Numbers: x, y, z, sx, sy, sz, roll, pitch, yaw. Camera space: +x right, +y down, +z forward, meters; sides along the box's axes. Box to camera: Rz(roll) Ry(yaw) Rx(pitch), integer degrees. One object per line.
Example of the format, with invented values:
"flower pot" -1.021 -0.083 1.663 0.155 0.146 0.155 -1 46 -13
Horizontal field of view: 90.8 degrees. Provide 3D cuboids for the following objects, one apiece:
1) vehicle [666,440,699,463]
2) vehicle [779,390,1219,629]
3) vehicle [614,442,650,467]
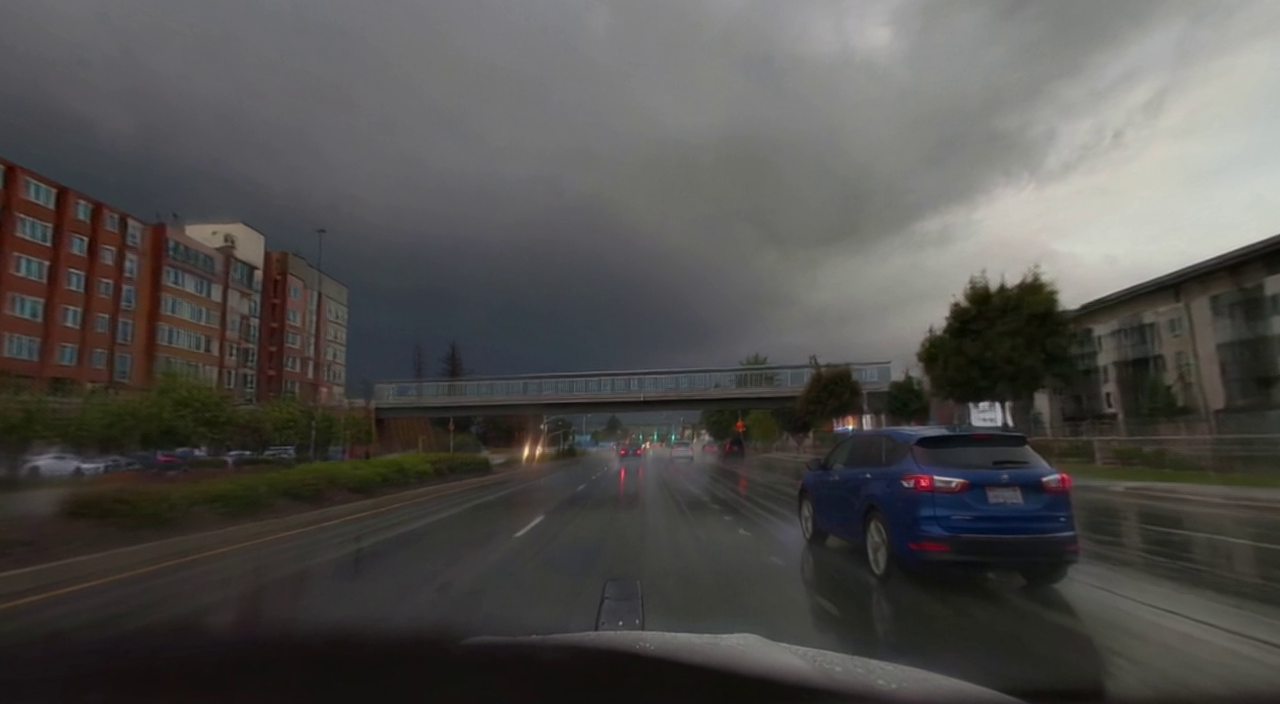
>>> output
"vehicle" 3.195 7.542 48.008 2.165 1.708 3.928 0 -8 -2
"vehicle" 3.153 1.494 7.036 2.130 1.741 4.665 0 -8 0
"vehicle" -0.484 6.542 40.628 2.173 1.498 4.528 0 -8 1
